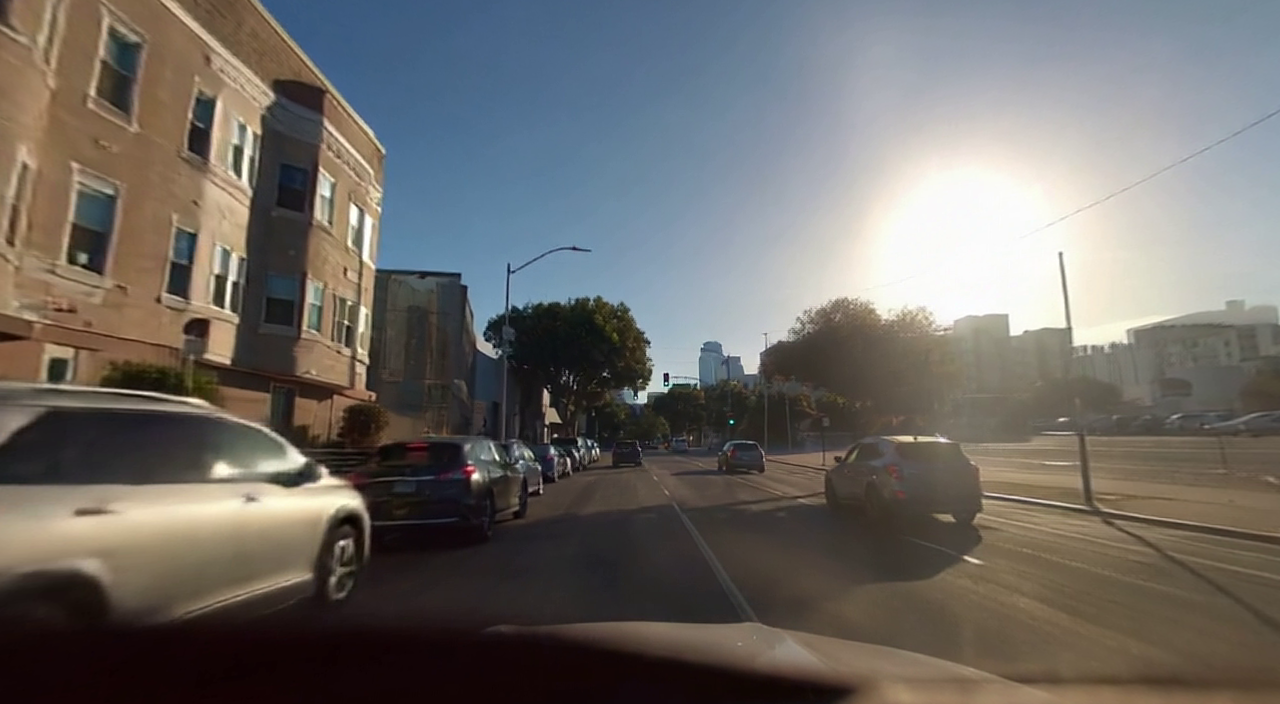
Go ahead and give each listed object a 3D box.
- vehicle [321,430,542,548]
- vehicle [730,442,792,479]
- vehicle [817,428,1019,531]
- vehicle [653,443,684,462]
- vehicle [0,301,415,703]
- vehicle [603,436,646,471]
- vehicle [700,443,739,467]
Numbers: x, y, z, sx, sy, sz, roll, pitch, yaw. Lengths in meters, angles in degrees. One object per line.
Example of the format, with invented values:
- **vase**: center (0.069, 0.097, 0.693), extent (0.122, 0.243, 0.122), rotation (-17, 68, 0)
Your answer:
- **vehicle**: center (-3.053, 2.127, 10.597), extent (2.121, 1.490, 4.910), rotation (0, -8, -1)
- **vehicle**: center (5.090, 4.586, 26.934), extent (1.799, 1.463, 3.464), rotation (0, -9, -2)
- **vehicle**: center (4.972, 2.326, 12.051), extent (1.891, 1.599, 4.173), rotation (0, -9, -1)
- **vehicle**: center (2.162, 7.810, 49.158), extent (2.182, 1.450, 4.013), rotation (0, -8, -1)
- **vehicle**: center (-3.404, 0.957, 3.767), extent (2.187, 1.819, 5.101), rotation (0, -8, 0)
- **vehicle**: center (-0.763, 5.339, 33.272), extent (2.122, 1.689, 3.885), rotation (0, -8, 0)
- **vehicle**: center (5.126, 6.681, 41.188), extent (1.917, 1.467, 4.452), rotation (0, -8, -1)
